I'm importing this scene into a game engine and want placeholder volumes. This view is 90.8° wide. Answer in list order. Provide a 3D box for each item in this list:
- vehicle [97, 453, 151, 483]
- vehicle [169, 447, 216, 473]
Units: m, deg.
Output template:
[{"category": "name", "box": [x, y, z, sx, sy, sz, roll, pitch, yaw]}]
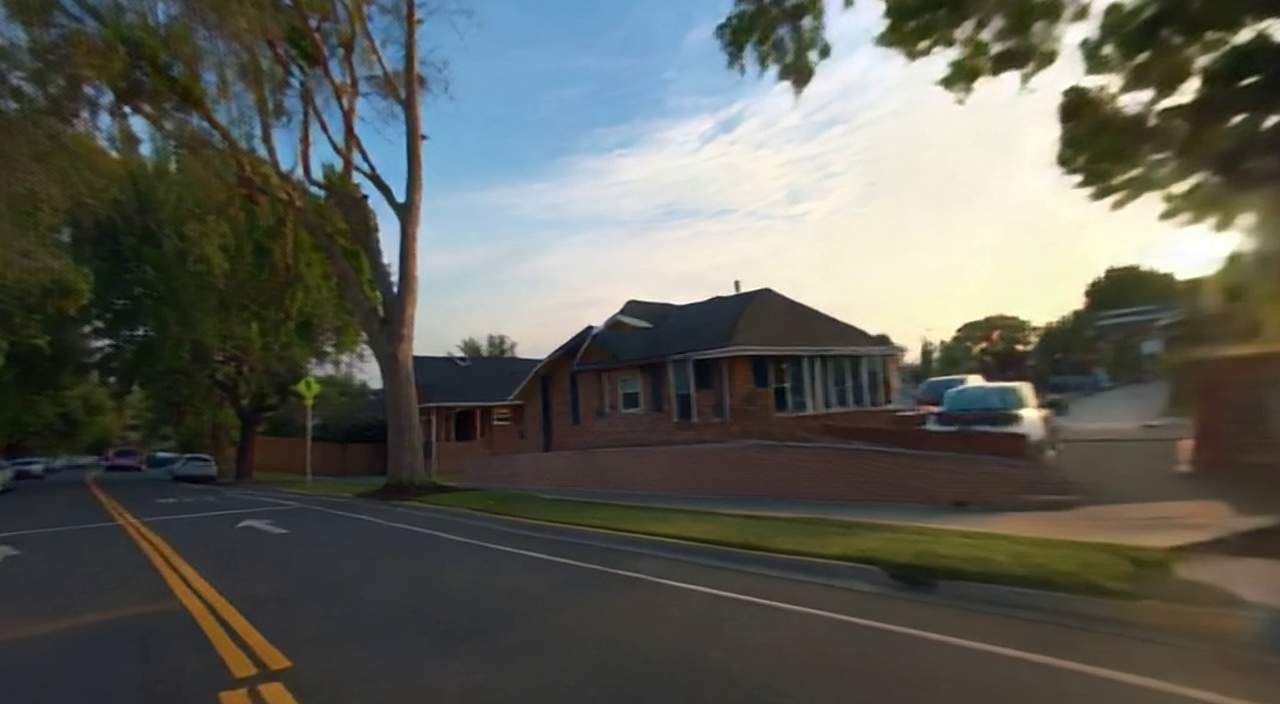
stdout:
[{"category": "vehicle", "box": [-28.847, 6.436, 35.271, 2.067, 1.476, 4.256, 6, -10, -41]}, {"category": "vehicle", "box": [-33.198, 7.985, 46.813, 4.574, 1.752, 1.937, -8, -11, 43]}]
